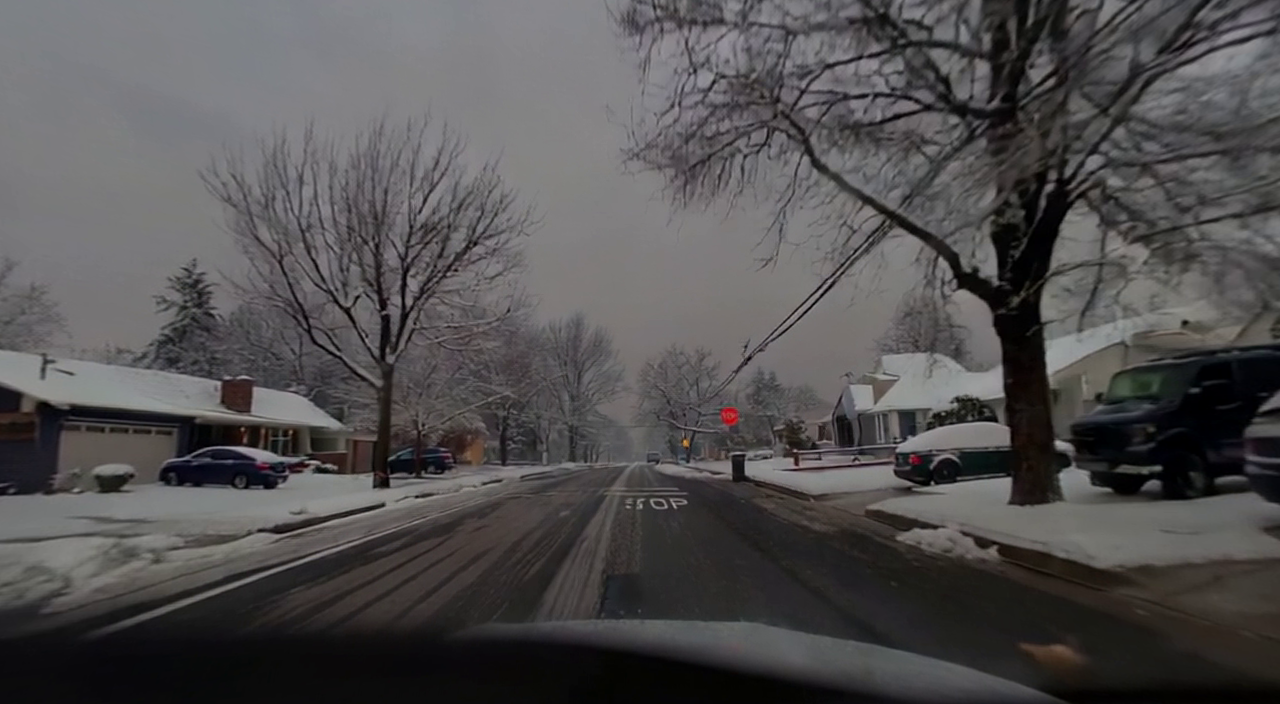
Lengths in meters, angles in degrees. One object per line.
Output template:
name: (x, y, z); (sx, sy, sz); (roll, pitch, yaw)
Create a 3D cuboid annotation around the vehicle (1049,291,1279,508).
vehicle: (11.424, 0.894, 10.459); (7.302, 3.055, 2.848); (1, -8, -2)

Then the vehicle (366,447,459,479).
vehicle: (-13.723, 6.693, 38.354); (4.809, 1.865, 2.093); (0, -9, -2)

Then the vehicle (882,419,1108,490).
vehicle: (9.923, 2.895, 17.977); (5.234, 1.868, 2.014); (0, -9, -4)

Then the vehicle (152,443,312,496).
vehicle: (-14.494, 4.150, 22.602); (4.493, 1.776, 1.997); (-1, -9, 9)
